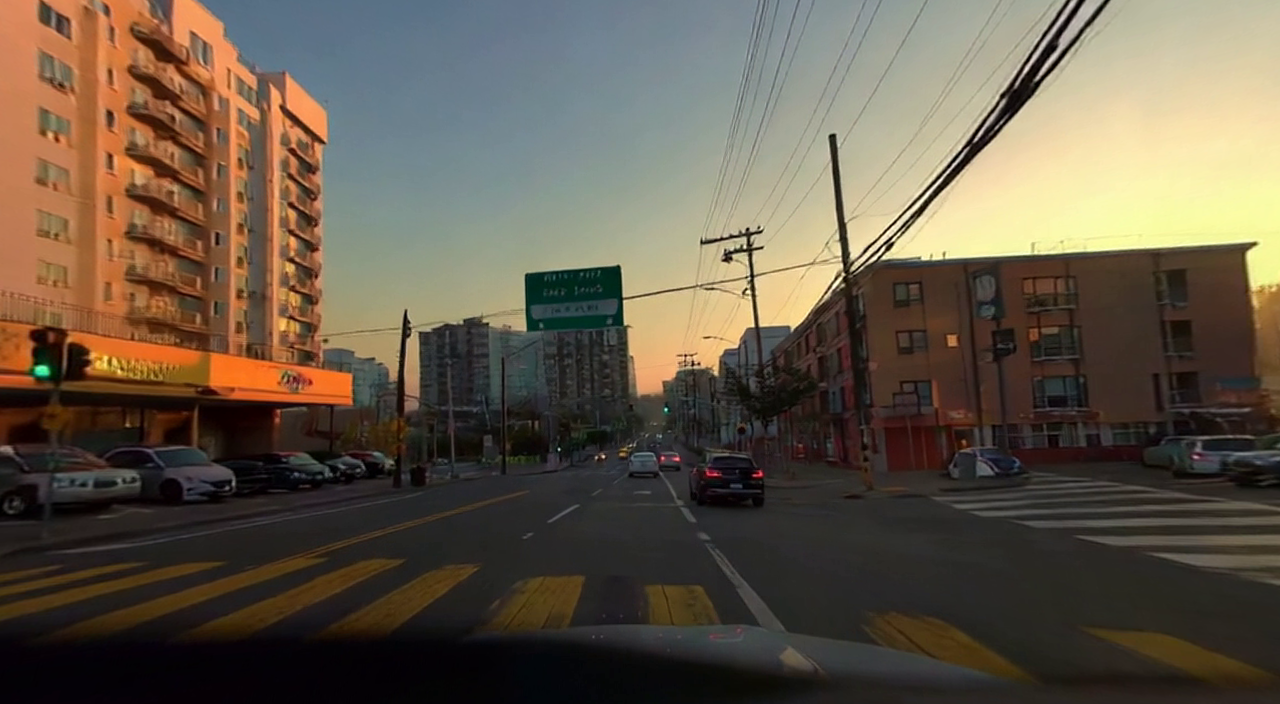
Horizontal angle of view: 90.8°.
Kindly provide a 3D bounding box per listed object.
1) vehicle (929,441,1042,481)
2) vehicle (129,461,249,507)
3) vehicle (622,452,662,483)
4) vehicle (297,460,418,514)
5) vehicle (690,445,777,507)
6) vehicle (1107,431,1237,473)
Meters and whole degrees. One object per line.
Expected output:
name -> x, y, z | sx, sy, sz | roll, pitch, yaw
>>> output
vehicle -> 14.063, 4.449, 26.080 | 1.846, 1.480, 4.649 | 0, -8, -2
vehicle -> -17.196, 5.023, 24.157 | 3.631, 1.452, 1.610 | -3, -4, 8
vehicle -> 0.101, 6.155, 33.923 | 1.999, 1.487, 3.939 | 0, -8, 0
vehicle -> -9.150, 4.378, 20.930 | 1.859, 1.451, 4.447 | -1, -8, 1
vehicle -> 2.701, 3.672, 19.231 | 1.945, 1.647, 4.160 | 0, -8, -1
vehicle -> 21.484, 4.056, 25.758 | 1.856, 1.530, 3.933 | -1, -8, 1
